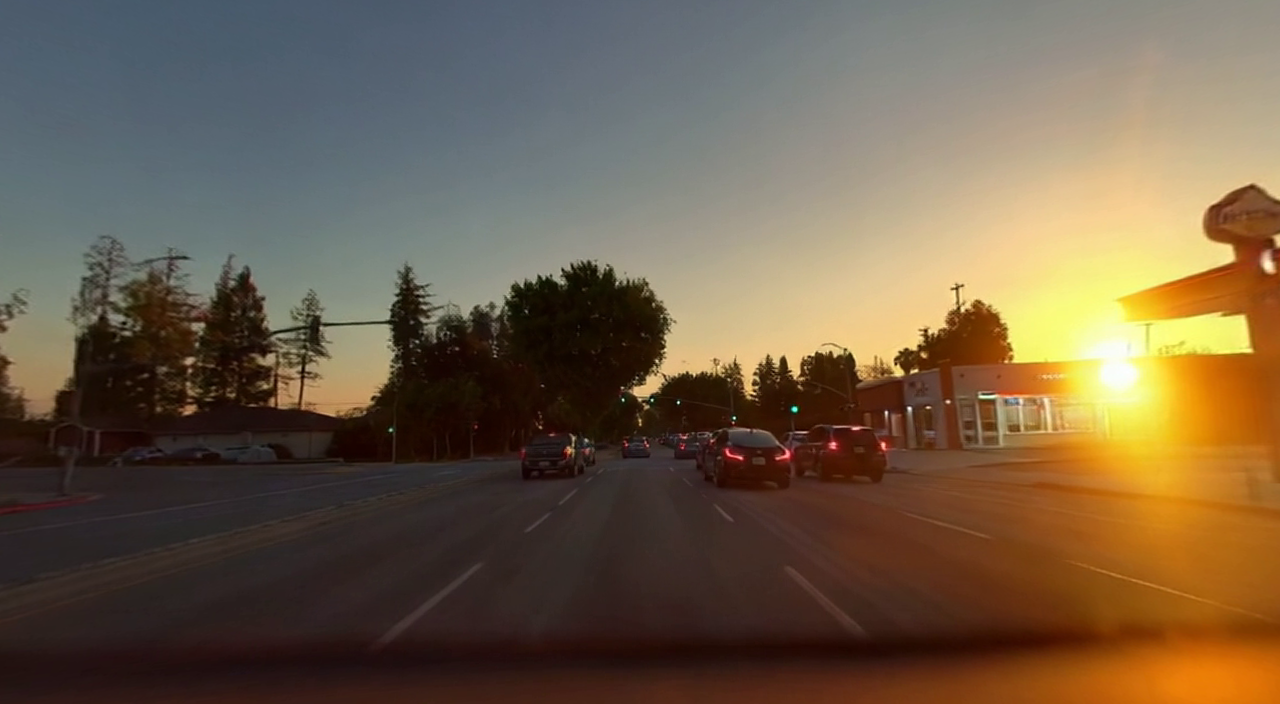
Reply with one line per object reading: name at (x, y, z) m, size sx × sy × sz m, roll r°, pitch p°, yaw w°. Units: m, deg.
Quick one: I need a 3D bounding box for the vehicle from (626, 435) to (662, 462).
vehicle at (0.203, 6.142, 40.304) m, size 2.131 × 1.665 × 3.926 m, roll 0°, pitch -8°, yaw -2°

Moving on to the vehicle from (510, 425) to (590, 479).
vehicle at (-3.239, 3.714, 23.706) m, size 2.261 × 1.820 × 4.255 m, roll 0°, pitch -8°, yaw 2°

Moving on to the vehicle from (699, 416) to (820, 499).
vehicle at (2.851, 2.674, 16.290) m, size 2.140 × 1.800 × 4.660 m, roll 0°, pitch -8°, yaw 0°

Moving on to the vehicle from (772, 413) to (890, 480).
vehicle at (6.913, 3.532, 23.742) m, size 2.510 × 2.176 × 5.527 m, roll 0°, pitch -8°, yaw -2°
